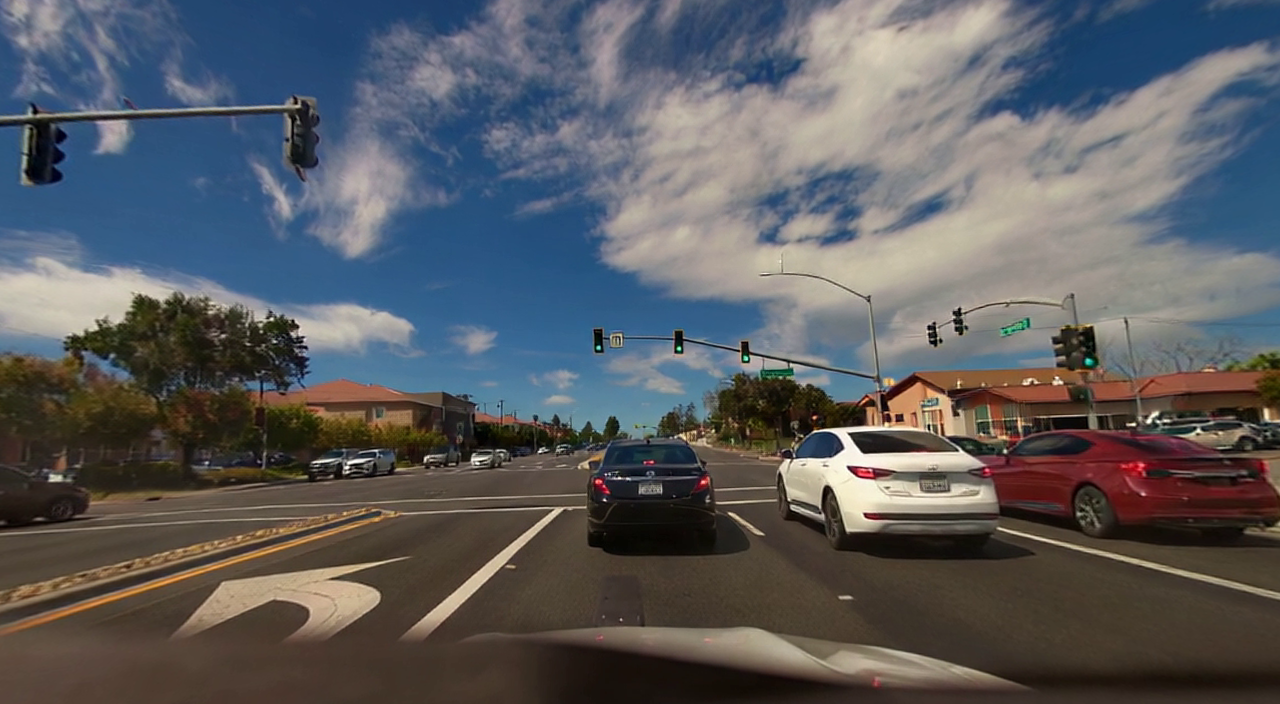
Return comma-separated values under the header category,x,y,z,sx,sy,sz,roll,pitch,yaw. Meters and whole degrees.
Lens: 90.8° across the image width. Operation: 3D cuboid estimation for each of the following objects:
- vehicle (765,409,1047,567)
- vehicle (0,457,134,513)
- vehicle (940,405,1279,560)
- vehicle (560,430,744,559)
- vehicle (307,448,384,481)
category,x,y,z,sx,sy,sz,roll,pitch,yaw
vehicle,3.269,1.780,9.046,1.973,1.633,4.717,0,-9,0
vehicle,-20.318,4.383,21.034,4.780,1.669,2.232,1,-9,-11
vehicle,6.461,1.759,9.178,2.009,1.700,4.275,0,-9,-1
vehicle,0.105,1.965,9.440,2.135,1.468,4.076,0,-9,-1
vehicle,-18.575,7.079,40.231,2.324,1.911,5.610,0,-9,-2
